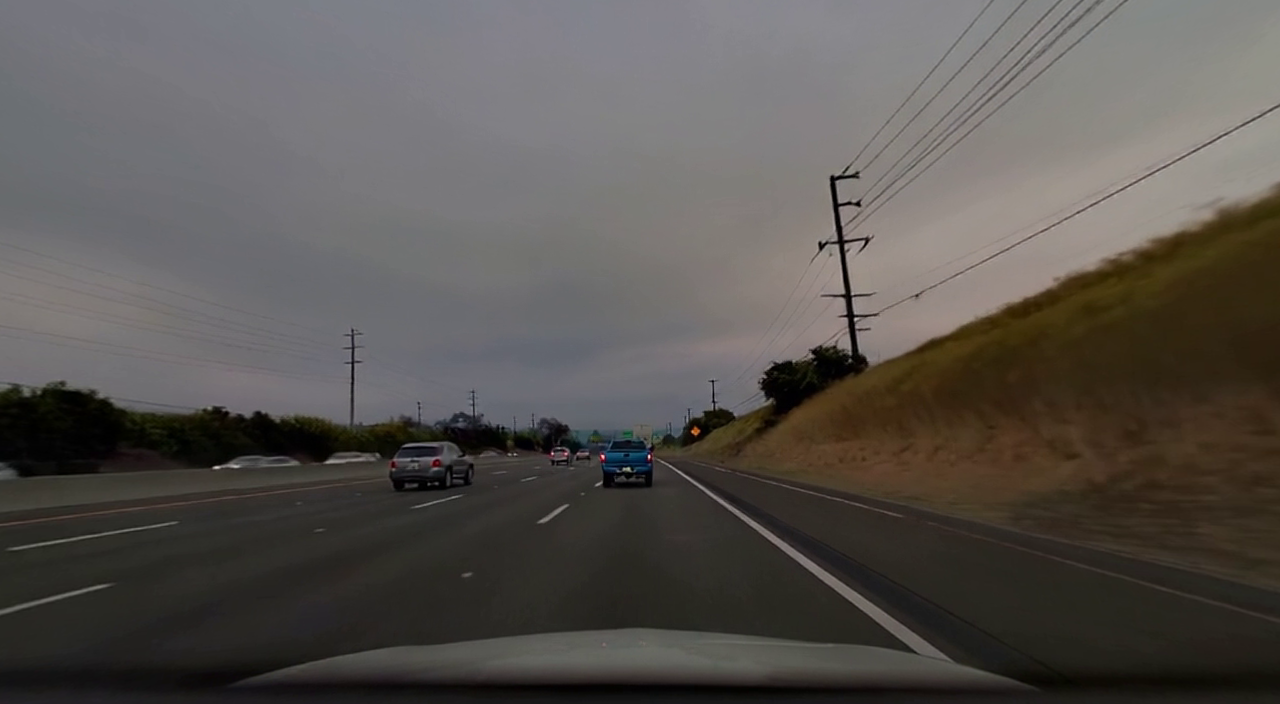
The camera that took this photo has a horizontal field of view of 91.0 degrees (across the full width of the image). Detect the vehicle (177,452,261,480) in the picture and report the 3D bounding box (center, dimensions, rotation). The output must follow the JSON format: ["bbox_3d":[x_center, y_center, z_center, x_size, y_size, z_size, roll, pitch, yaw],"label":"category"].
[{"bbox_3d":[-27.262,7.399,40.991,2.292,1.660,4.482,0,-9,1],"label":"vehicle"}]

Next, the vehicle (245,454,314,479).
[{"bbox_3d":[-23.370,7.424,41.043,1.861,1.488,4.345,0,-9,1],"label":"vehicle"}]

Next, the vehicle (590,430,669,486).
[{"bbox_3d":[-0.424,4.462,26.856,2.972,2.087,6.126,0,-9,0],"label":"vehicle"}]

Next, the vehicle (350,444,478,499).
[{"bbox_3d":[-7.142,3.817,20.657,2.189,1.553,5.202,0,-9,1],"label":"vehicle"}]
